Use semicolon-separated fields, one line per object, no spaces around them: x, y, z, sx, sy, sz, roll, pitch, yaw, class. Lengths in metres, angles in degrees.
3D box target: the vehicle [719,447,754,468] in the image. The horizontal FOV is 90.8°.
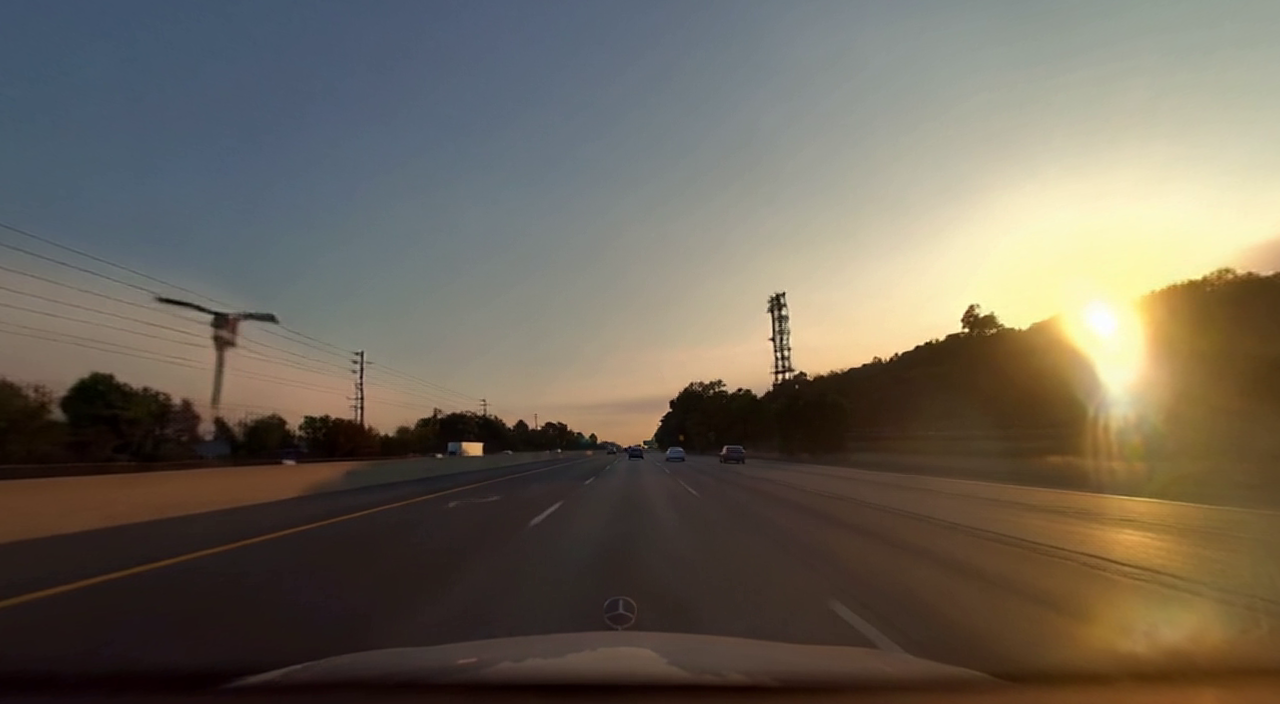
6.898;7.577;45.694;1.817;1.440;4.075;0;-9;-1;vehicle
